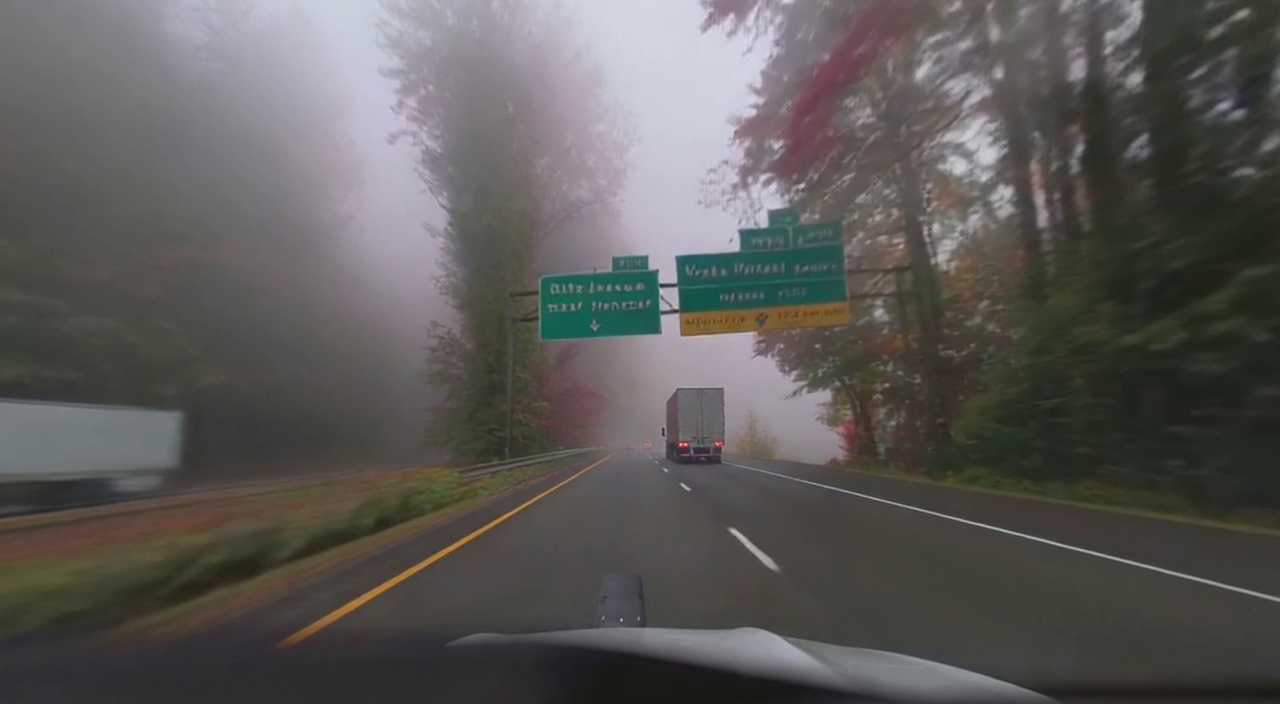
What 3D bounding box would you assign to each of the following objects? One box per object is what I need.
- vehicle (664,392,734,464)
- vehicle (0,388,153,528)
[{"bbox_3d":[3.703,5.451,43.853,3.357,4.101,14.659,0,-8,0],"label":"vehicle"},{"bbox_3d":[-13.372,2.006,11.968,2.497,2.625,7.038,0,-8,1],"label":"vehicle"}]
